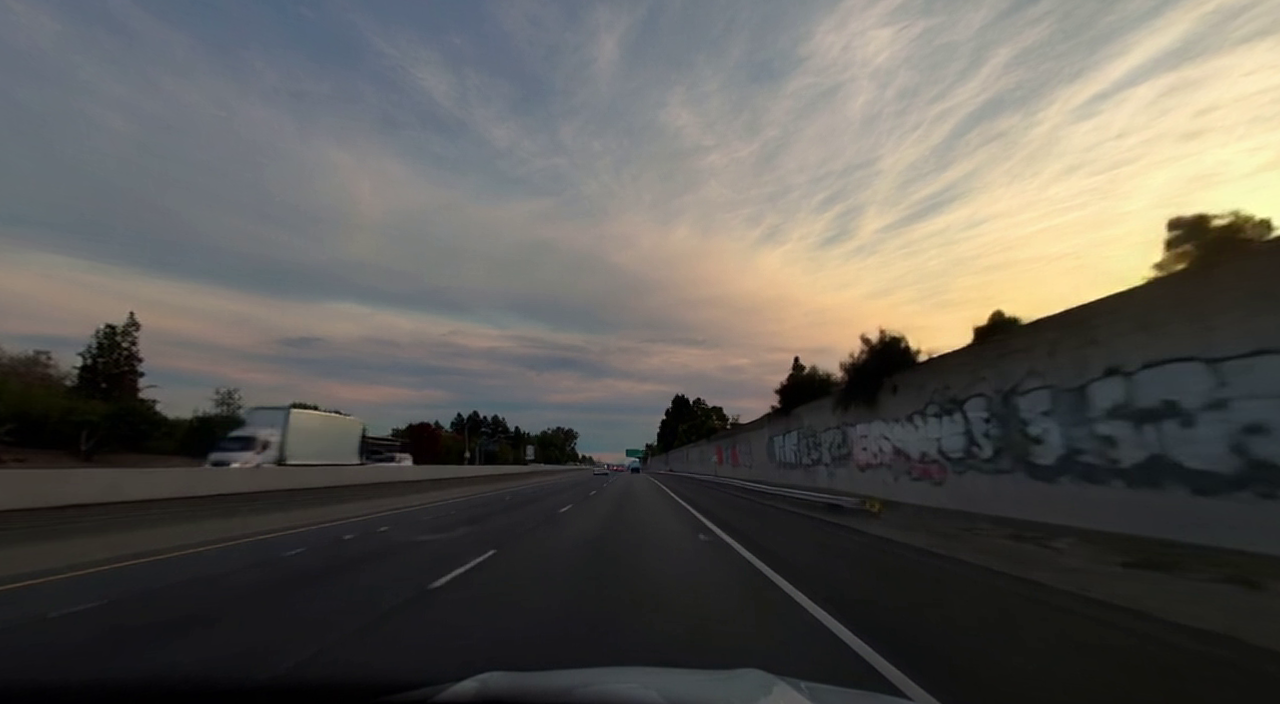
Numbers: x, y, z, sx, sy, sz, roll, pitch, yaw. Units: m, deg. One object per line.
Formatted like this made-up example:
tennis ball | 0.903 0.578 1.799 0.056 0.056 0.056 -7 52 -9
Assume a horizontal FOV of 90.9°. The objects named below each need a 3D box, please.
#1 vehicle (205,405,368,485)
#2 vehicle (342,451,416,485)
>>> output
vehicle | -18.072 5.078 33.342 2.966 3.569 9.541 1 -11 0
vehicle | -13.590 6.099 33.152 1.925 1.610 4.426 1 -11 1
